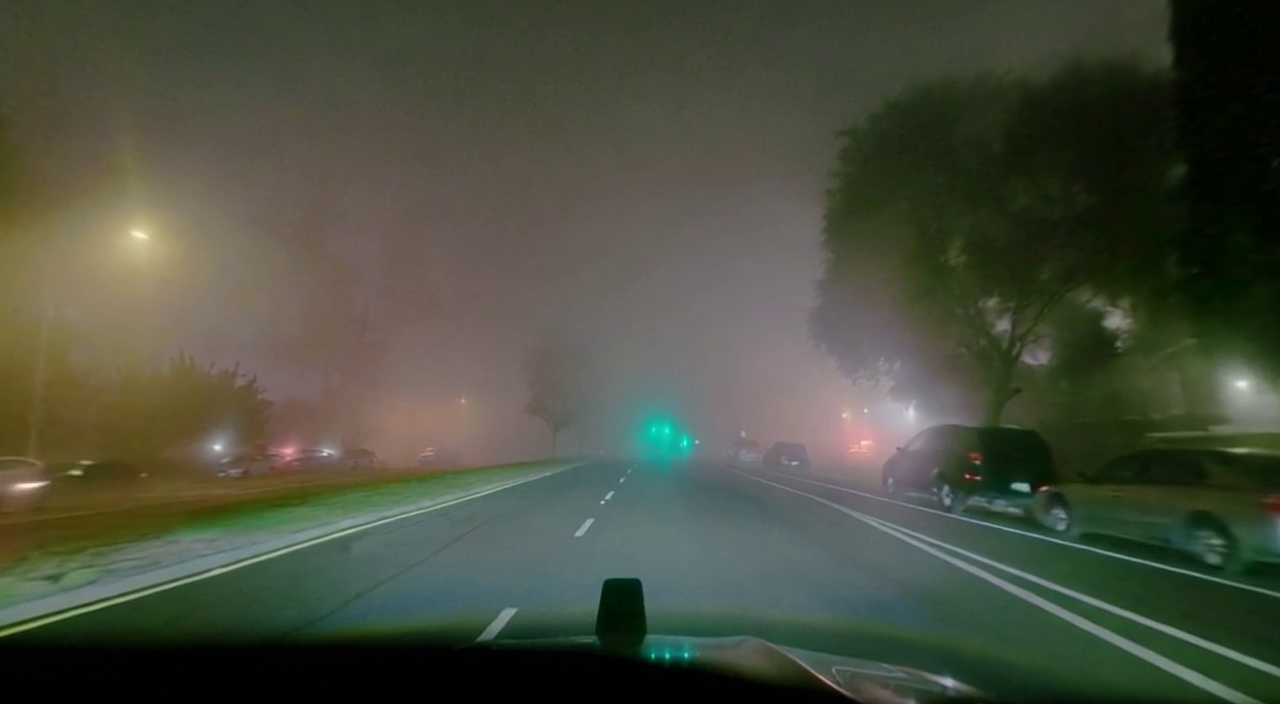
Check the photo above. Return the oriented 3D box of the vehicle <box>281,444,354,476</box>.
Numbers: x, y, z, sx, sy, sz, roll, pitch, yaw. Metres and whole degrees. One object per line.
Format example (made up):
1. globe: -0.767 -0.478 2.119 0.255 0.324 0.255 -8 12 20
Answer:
1. vehicle: -20.275 6.771 39.694 1.990 1.844 4.902 0 -8 0

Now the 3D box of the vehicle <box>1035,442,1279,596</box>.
1. vehicle: 7.149 1.820 7.474 1.853 1.480 4.666 0 -8 0

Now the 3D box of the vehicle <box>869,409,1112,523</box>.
1. vehicle: 7.549 2.519 14.523 2.306 2.088 5.571 0 -8 -1

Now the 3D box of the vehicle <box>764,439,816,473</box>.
1. vehicle: 7.995 5.547 33.891 1.910 1.686 4.399 -1 -8 3

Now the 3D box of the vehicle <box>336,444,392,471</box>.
1. vehicle: -20.145 7.691 45.990 1.901 1.785 4.676 0 -8 0

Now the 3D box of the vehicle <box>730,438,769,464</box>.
1. vehicle: 8.075 7.346 46.726 2.032 1.844 4.964 0 -8 0

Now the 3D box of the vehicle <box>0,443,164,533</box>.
1. vehicle: -11.585 2.445 11.682 1.914 1.472 4.480 0 -8 0

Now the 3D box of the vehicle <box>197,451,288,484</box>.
1. vehicle: -20.605 5.982 32.779 1.910 1.493 4.190 0 -8 1
